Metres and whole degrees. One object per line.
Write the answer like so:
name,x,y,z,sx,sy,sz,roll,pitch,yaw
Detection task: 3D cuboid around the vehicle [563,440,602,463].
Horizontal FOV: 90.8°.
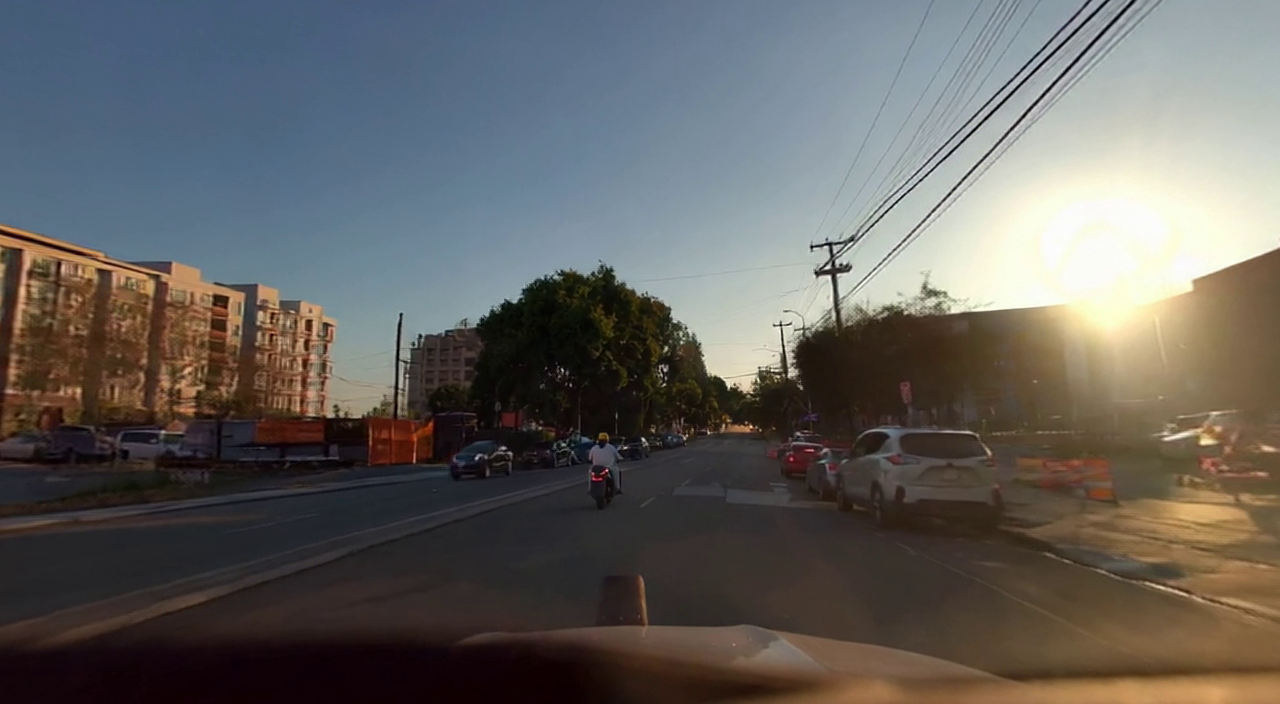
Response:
vehicle,-4.207,7.450,47.106,2.105,1.509,4.753,-3,-11,4

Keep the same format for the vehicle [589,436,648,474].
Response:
vehicle,-0.876,4.615,28.559,1.925,1.602,4.090,-1,-8,9

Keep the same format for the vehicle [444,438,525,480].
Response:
vehicle,-7.083,4.900,29.326,2.053,1.771,4.684,-1,-8,7

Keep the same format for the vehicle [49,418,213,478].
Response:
vehicle,-27.258,5.172,34.303,2.933,2.907,6.416,-2,-8,9

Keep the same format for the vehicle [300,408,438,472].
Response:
vehicle,-14.864,5.000,35.791,2.990,3.144,9.080,-1,-8,6

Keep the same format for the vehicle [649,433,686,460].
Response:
vehicle,2.179,7.212,48.238,2.295,1.929,5.498,-1,-8,8

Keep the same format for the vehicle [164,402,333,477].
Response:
vehicle,-20.704,4.709,34.345,3.283,3.441,8.669,-2,-7,4

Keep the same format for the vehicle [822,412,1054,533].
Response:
vehicle,5.307,2.228,12.357,2.387,1.820,5.286,-1,-8,6
